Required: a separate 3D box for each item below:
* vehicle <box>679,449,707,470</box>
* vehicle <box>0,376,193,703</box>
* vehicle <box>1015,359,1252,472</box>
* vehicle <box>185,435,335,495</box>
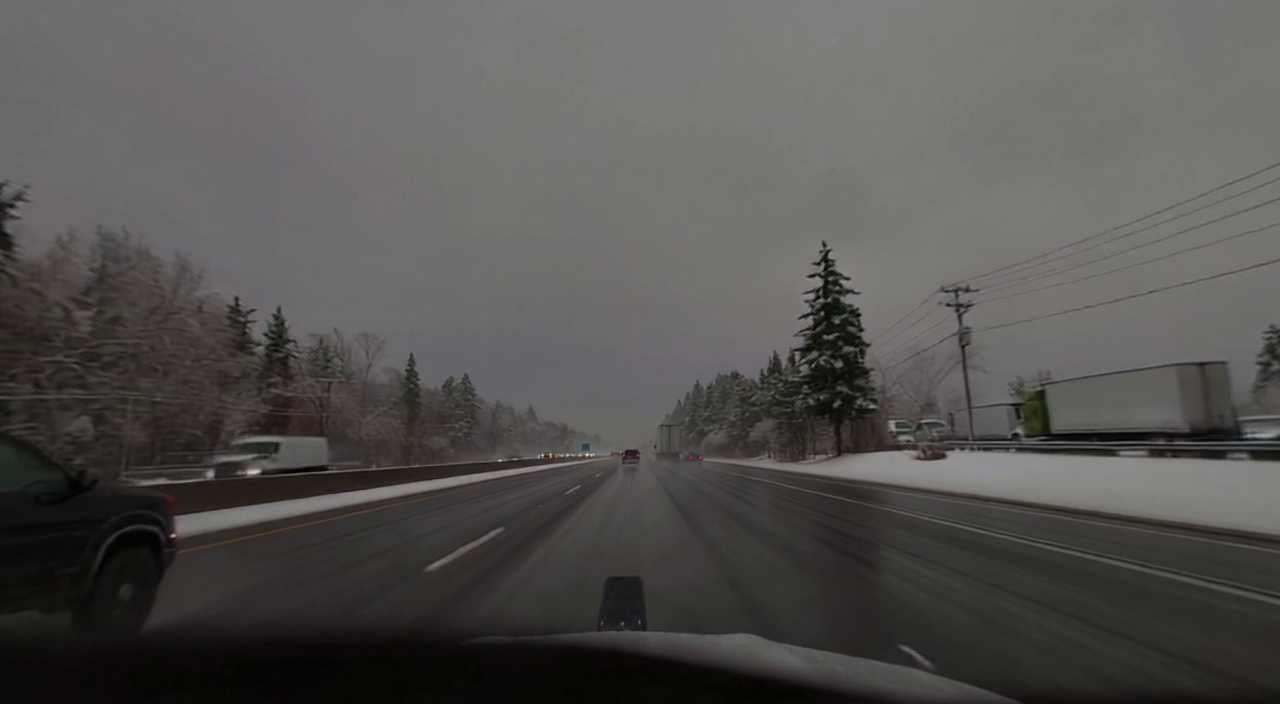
[{"bbox_3d":[3.997,8.129,47.839,1.779,1.512,3.517,0,-9,0],"label":"vehicle"},{"bbox_3d":[-4.198,0.821,2.077,2.018,1.710,4.649,0,-9,0],"label":"vehicle"},{"bbox_3d":[22.786,3.274,30.398,2.948,4.403,10.315,-3,-9,1],"label":"vehicle"},{"bbox_3d":[-12.491,3.754,21.208,2.097,1.747,4.775,0,-9,-1],"label":"vehicle"}]
